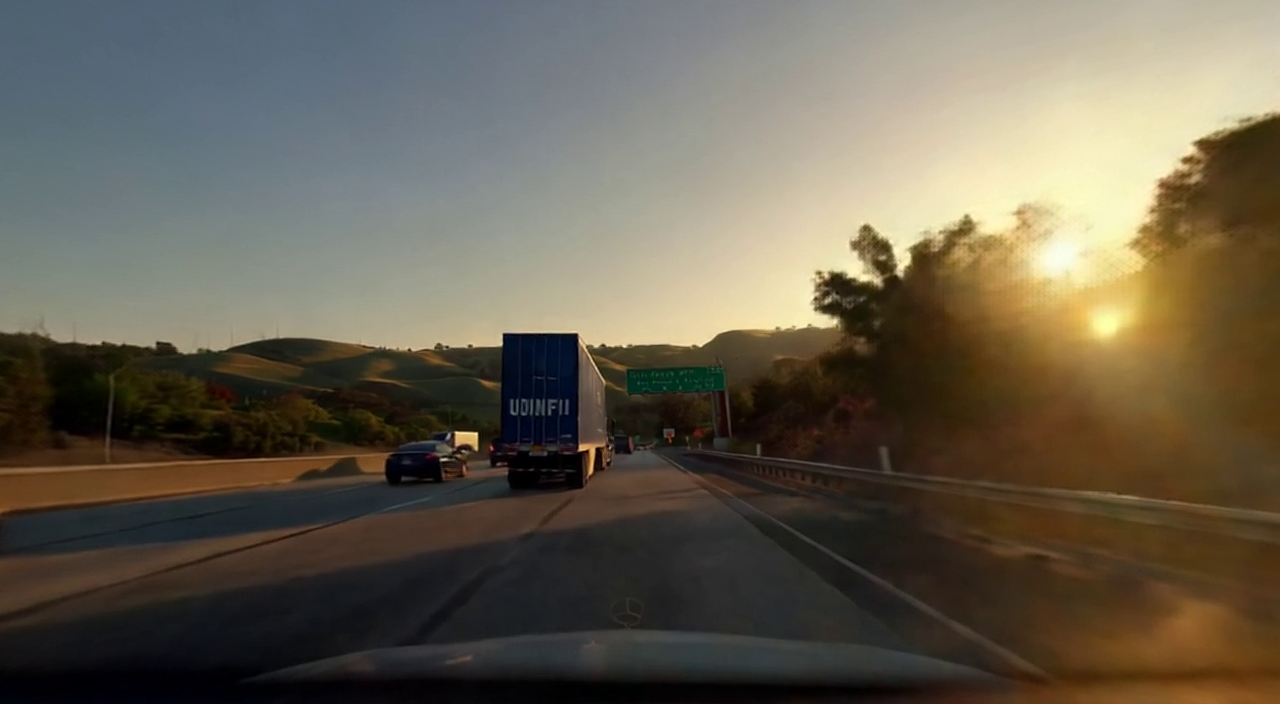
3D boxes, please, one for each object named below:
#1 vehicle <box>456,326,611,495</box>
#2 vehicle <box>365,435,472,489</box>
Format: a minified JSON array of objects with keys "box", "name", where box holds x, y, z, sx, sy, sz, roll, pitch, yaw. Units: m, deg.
[{"box":[-3.104,2.649,24.410,3.202,4.352,16.251,0,-8,0],"name":"vehicle"},{"box":[-7.279,3.641,21.299,1.949,1.604,4.456,0,-8,1],"name":"vehicle"}]
